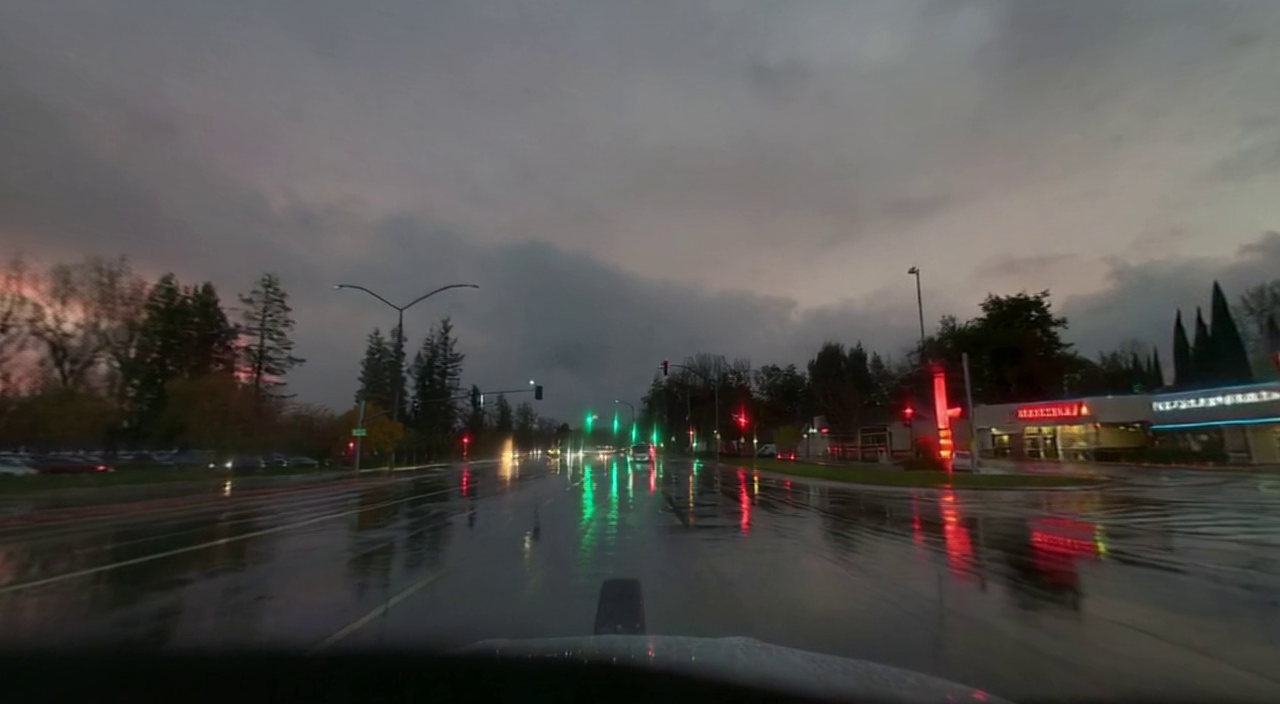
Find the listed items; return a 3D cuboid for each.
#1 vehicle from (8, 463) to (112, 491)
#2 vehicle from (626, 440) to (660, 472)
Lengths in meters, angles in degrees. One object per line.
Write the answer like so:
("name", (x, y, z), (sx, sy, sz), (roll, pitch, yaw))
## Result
("vehicle", (-32.171, 6.919, 35.120), (3.791, 1.473, 1.942), (0, -9, -2))
("vehicle", (0.228, 6.791, 41.389), (2.096, 1.961, 4.259), (0, -9, 2))
